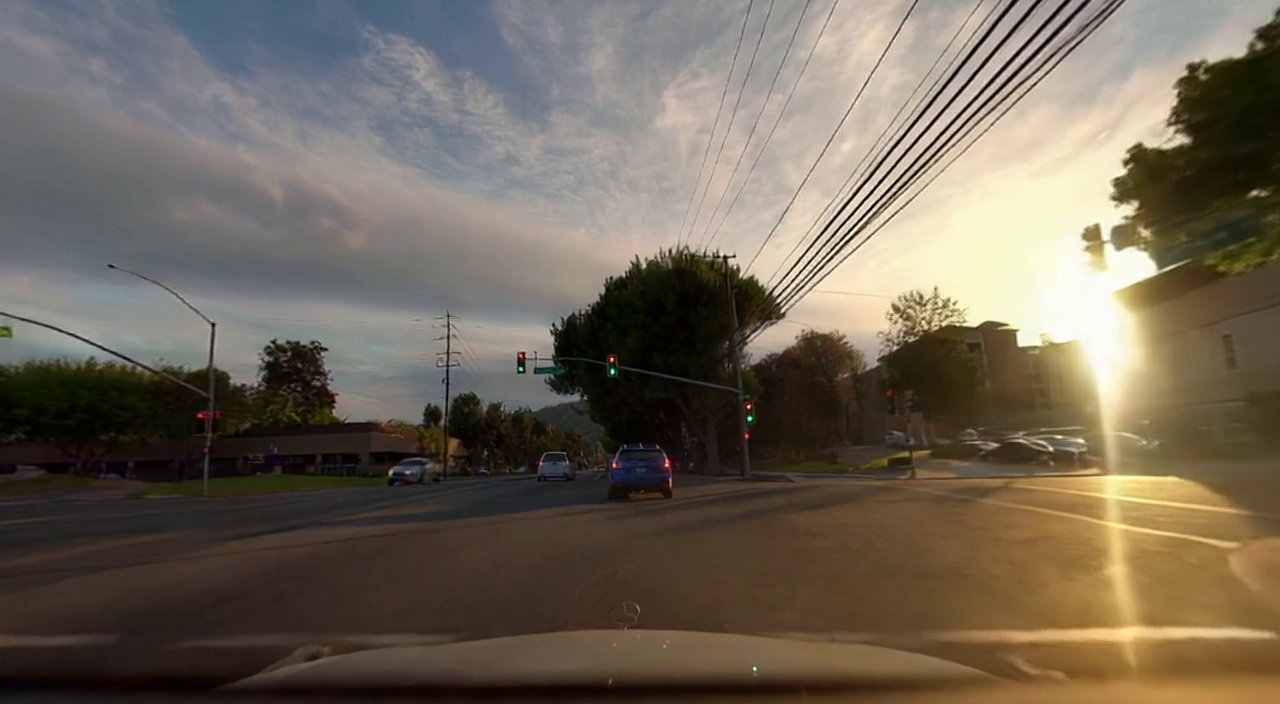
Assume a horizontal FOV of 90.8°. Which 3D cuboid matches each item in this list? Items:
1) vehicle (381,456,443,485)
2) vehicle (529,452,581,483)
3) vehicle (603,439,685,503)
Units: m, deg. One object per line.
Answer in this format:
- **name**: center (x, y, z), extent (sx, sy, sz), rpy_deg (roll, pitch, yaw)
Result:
- **vehicle**: center (-13.722, 7.166, 38.343), extent (2.025, 1.571, 4.636), rpy_deg (0, -9, 0)
- **vehicle**: center (-4.346, 6.018, 33.101), extent (2.153, 1.474, 4.284), rpy_deg (0, -9, 0)
- **vehicle**: center (0.069, 3.425, 18.543), extent (2.156, 1.636, 3.923), rpy_deg (0, -9, -1)
